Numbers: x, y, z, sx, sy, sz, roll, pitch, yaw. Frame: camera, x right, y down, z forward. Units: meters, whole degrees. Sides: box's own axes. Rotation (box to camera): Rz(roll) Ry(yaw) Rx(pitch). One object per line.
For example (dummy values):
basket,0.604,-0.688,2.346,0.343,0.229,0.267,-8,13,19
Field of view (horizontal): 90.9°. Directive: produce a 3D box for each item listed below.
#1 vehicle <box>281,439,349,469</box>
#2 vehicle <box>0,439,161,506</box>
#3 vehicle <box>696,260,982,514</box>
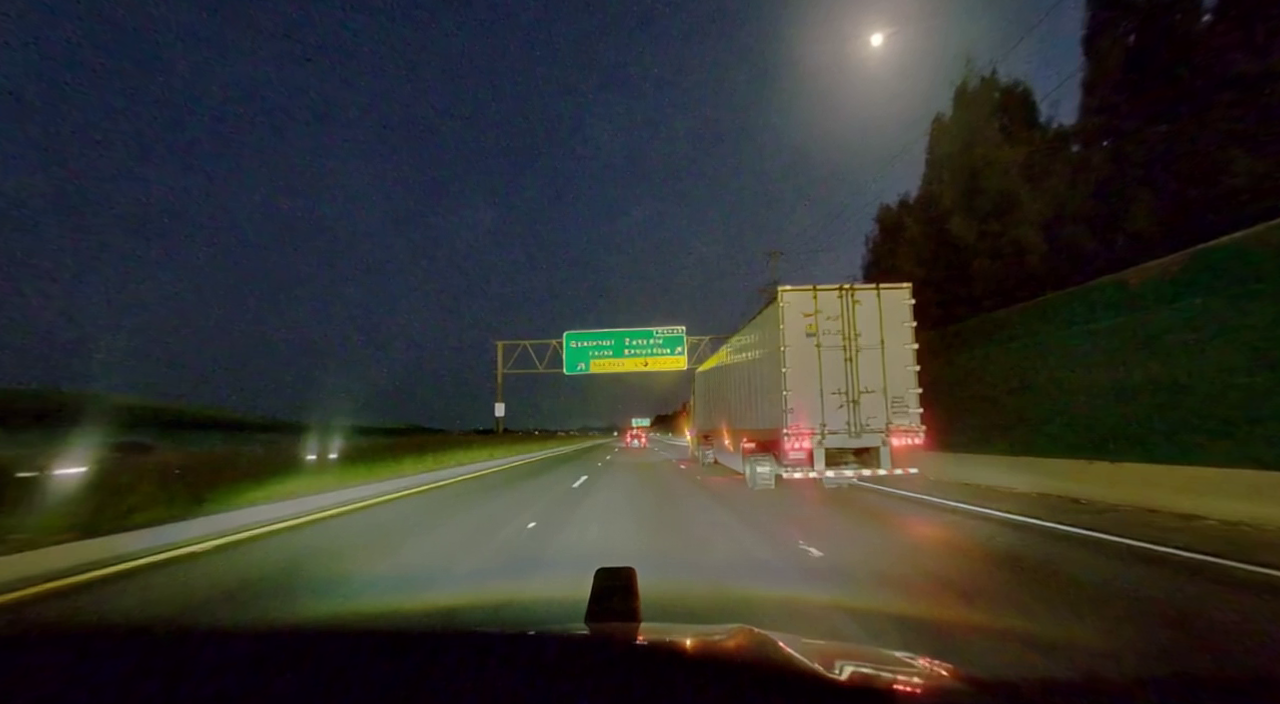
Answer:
vehicle,-20.443,6.398,39.841,1.883,1.696,4.570,0,-8,-1
vehicle,-15.501,3.076,16.749,1.867,1.517,4.669,0,-8,-1
vehicle,3.635,1.372,16.416,2.944,3.973,13.227,0,-8,-1
